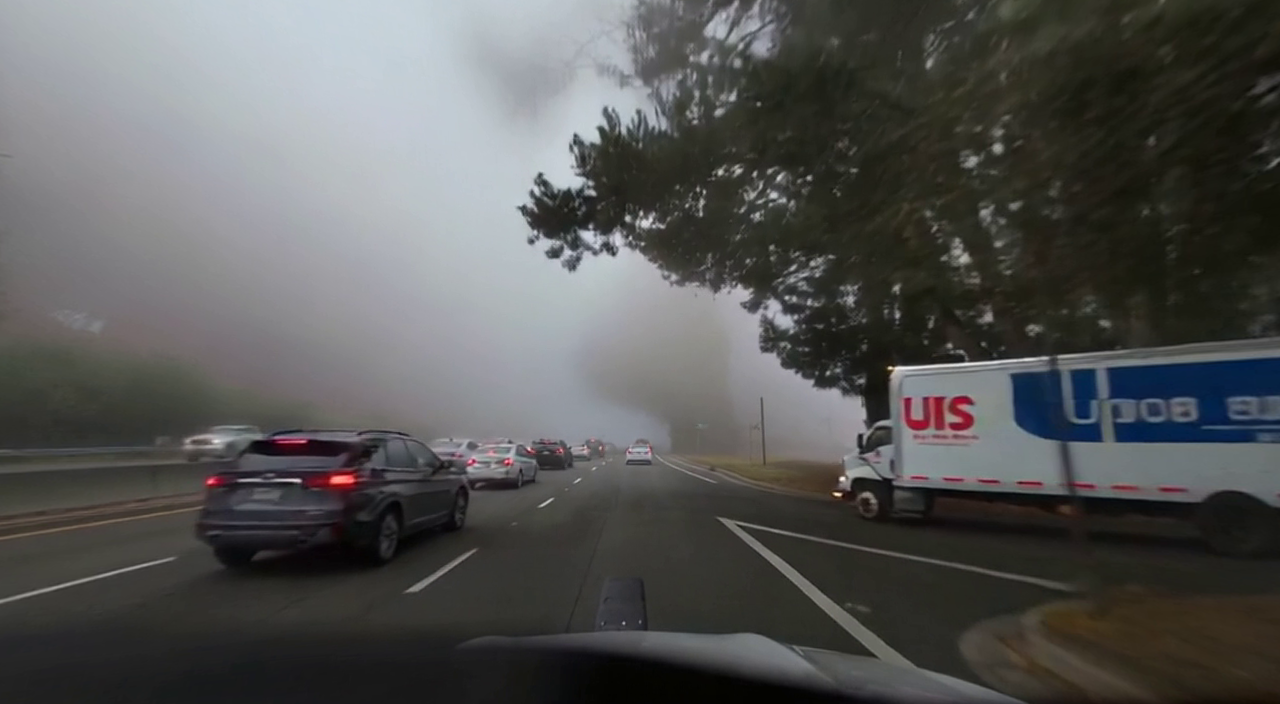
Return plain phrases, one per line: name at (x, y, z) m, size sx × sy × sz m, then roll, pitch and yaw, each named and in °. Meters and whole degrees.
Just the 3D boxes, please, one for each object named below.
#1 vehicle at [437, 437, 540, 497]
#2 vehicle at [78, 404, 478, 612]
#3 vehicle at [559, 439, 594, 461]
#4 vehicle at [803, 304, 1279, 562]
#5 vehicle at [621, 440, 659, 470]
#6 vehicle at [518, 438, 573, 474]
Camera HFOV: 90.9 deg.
vehicle at (-4.241, 3.276, 18.475) m, size 1.904 × 1.496 × 4.481 m, roll 0°, pitch -8°, yaw 0°
vehicle at (-3.519, 1.585, 7.395) m, size 2.007 × 1.664 × 4.431 m, roll -1°, pitch -8°, yaw 1°
vehicle at (-4.305, 6.707, 43.374) m, size 1.975 × 1.447 × 4.356 m, roll -1°, pitch -8°, yaw 1°
vehicle at (7.404, 1.362, 10.389) m, size 3.138 × 3.120 × 8.670 m, roll 7°, pitch -11°, yaw -43°
vehicle at (-0.024, 5.474, 33.736) m, size 1.875 × 1.453 × 3.888 m, roll 0°, pitch -8°, yaw -1°
vehicle at (-4.273, 4.790, 29.257) m, size 1.871 × 1.502 × 4.240 m, roll -1°, pitch -8°, yaw 0°
